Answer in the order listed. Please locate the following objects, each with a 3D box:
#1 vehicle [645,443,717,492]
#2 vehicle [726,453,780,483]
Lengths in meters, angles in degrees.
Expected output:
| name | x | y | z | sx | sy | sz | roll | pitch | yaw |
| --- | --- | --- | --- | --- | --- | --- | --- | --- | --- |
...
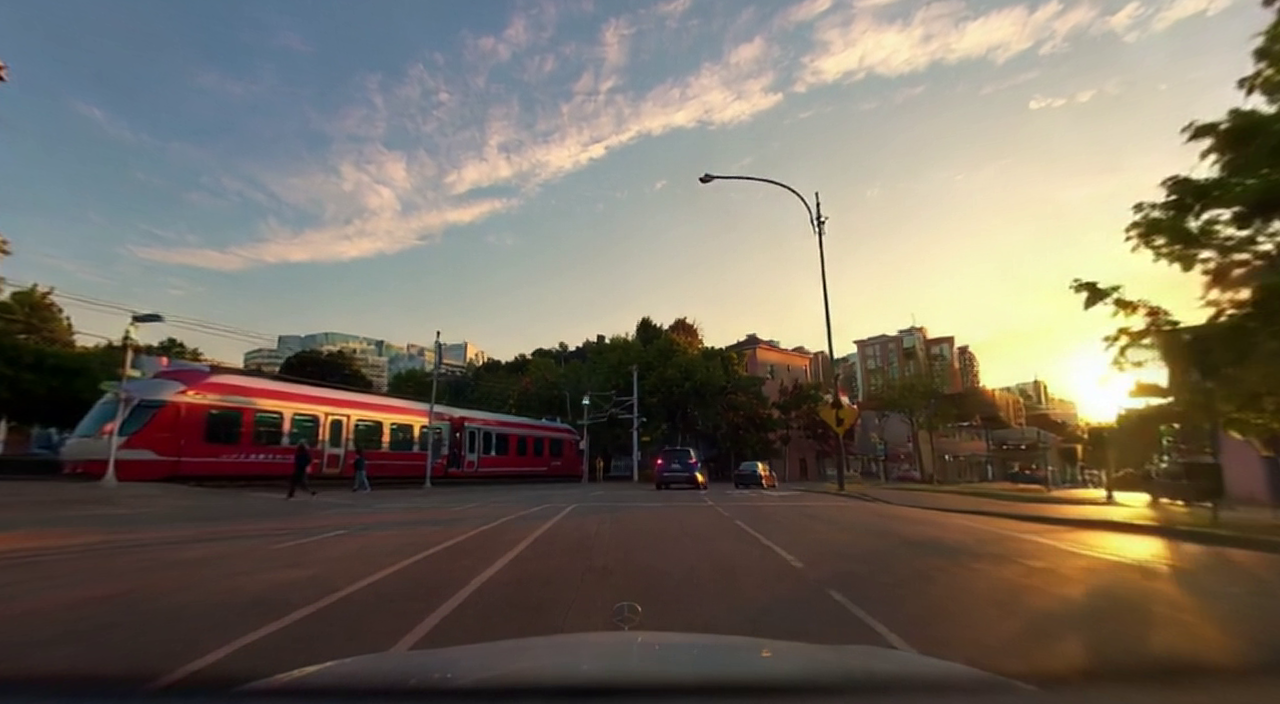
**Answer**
| name | x | y | z | sx | sy | sz | roll | pitch | yaw |
| --- | --- | --- | --- | --- | --- | --- | --- | --- | --- |
| vehicle | 1.749 | 4.575 | 25.524 | 2.263 | 1.765 | 4.237 | -2 | -9 | 12 |
| vehicle | 7.213 | 7.296 | 40.079 | 2.010 | 1.725 | 4.320 | -5 | -10 | 29 |
